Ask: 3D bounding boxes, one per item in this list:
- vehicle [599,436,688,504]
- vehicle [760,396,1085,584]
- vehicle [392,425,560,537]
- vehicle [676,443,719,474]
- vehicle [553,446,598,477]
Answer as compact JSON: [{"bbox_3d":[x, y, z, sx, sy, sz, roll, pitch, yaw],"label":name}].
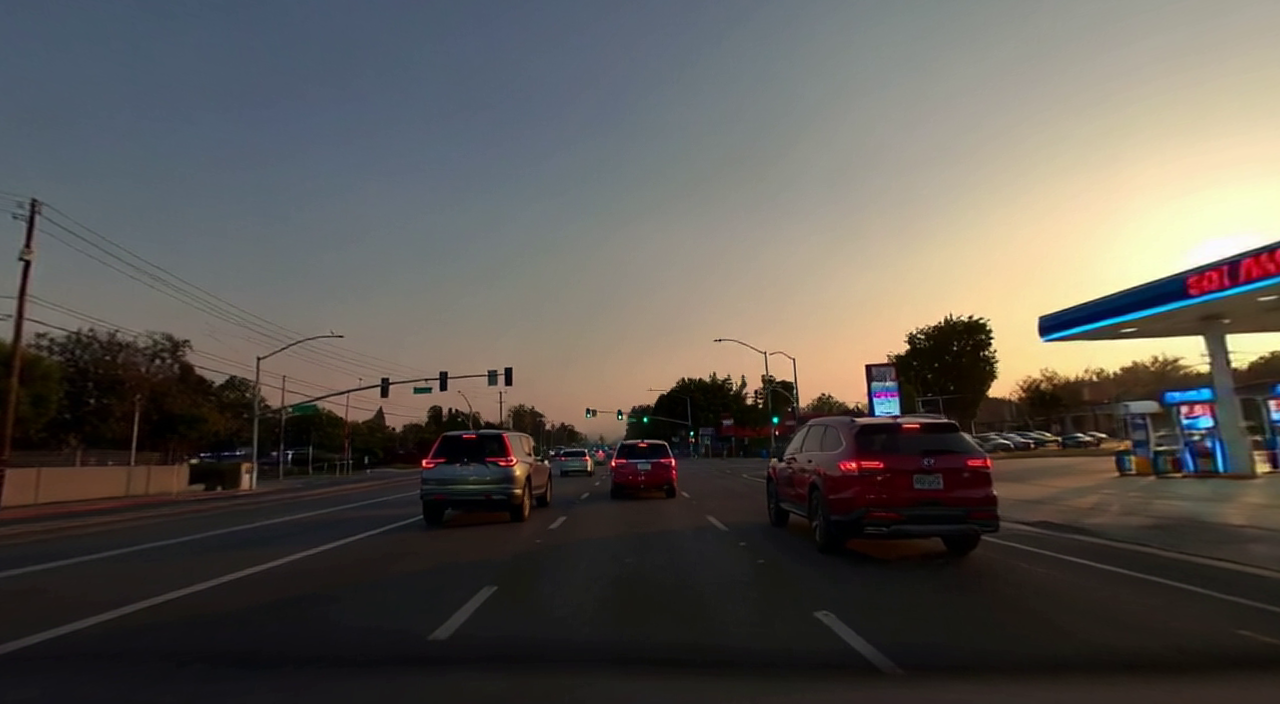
[{"bbox_3d":[0.048,3.232,17.706,2.181,1.650,4.083,0,-8,-1],"label":"vehicle"},{"bbox_3d":[3.329,1.769,9.019,2.161,1.868,5.321,0,-8,0],"label":"vehicle"},{"bbox_3d":[-2.851,2.343,12.098,2.019,1.731,4.299,0,-8,1],"label":"vehicle"},{"bbox_3d":[3.392,6.376,38.100,2.122,1.745,4.337,0,-8,-1],"label":"vehicle"},{"bbox_3d":[-3.383,5.836,33.865,1.954,1.497,4.078,0,-8,0],"label":"vehicle"}]
